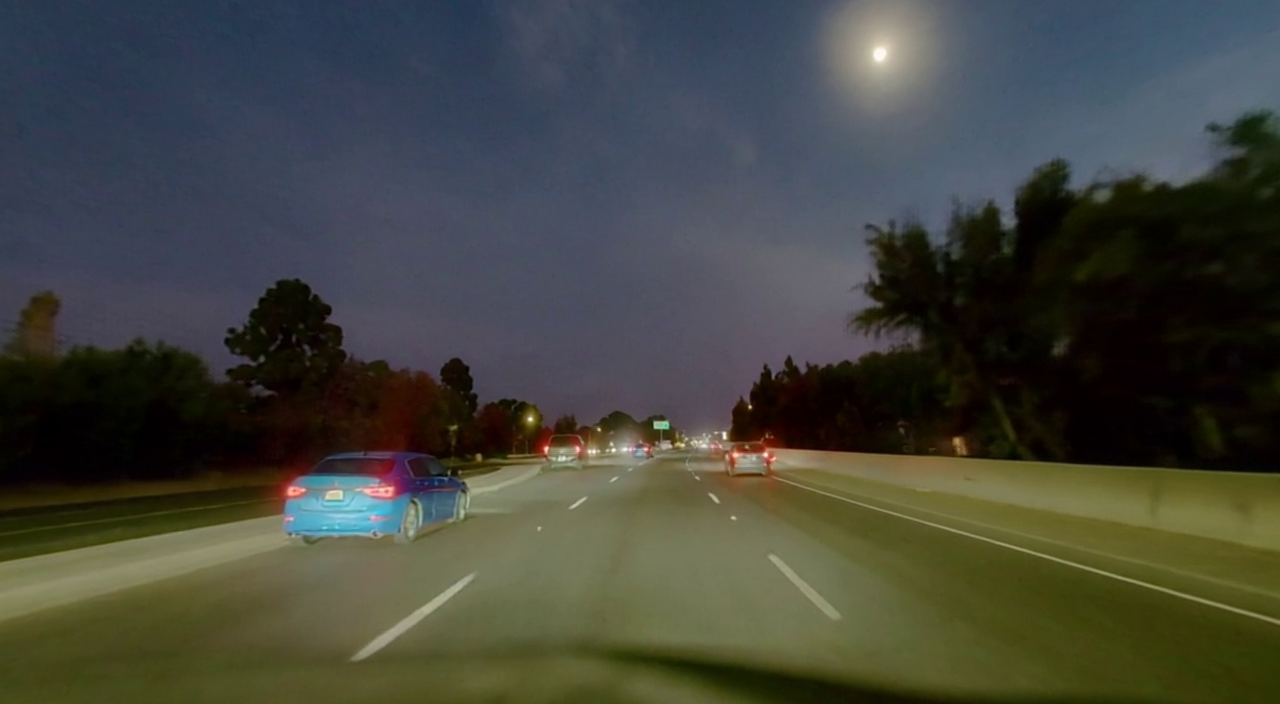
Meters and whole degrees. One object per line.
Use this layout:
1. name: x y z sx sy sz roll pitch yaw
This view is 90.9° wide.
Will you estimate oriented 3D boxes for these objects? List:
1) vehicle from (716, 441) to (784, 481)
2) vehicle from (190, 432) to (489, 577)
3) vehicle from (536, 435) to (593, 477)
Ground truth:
1. vehicle: 4.407 4.460 26.046 2.100 1.472 4.533 0 -8 1
2. vehicle: -3.654 1.914 8.814 1.948 1.475 4.461 0 -8 0
3. vehicle: -3.555 4.989 30.506 2.122 1.847 4.696 0 -8 0
